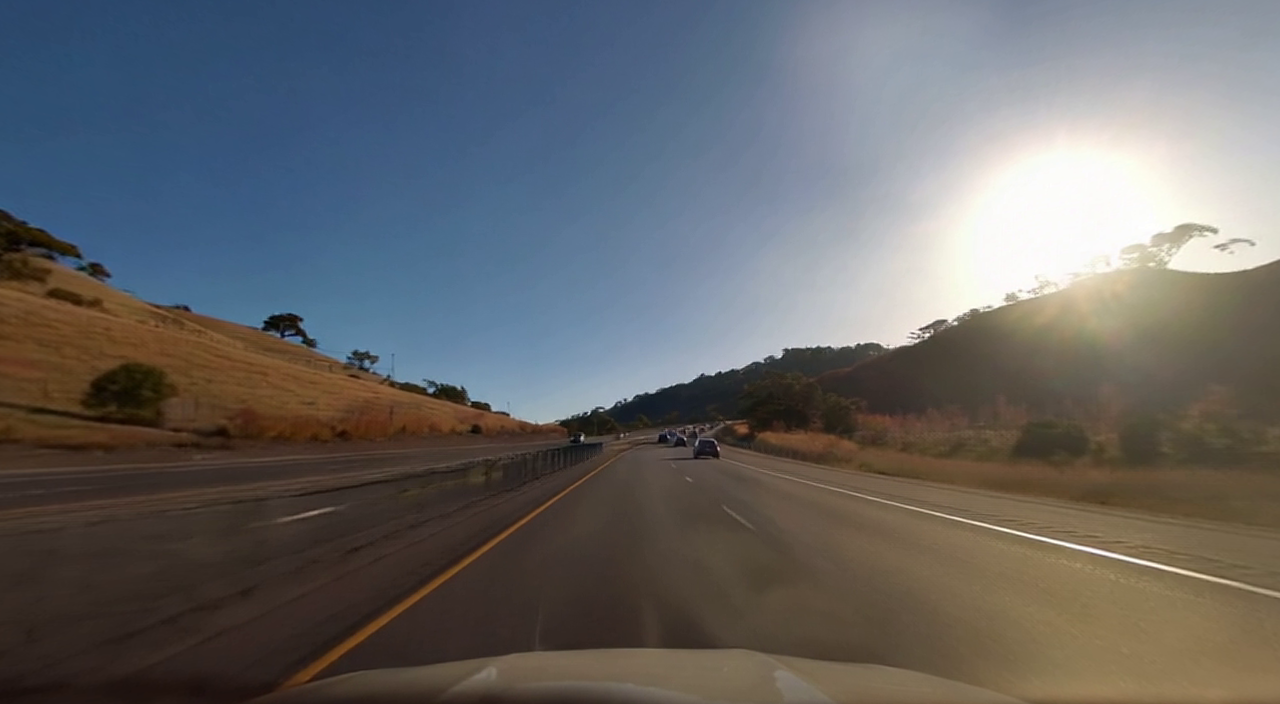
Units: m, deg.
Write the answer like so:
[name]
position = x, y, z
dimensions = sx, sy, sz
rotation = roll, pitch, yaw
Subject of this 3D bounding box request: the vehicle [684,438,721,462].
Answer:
[vehicle]
position = 4.003, 6.353, 40.975
dimensions = 1.943, 1.490, 4.246
rotation = 0, -8, 0
